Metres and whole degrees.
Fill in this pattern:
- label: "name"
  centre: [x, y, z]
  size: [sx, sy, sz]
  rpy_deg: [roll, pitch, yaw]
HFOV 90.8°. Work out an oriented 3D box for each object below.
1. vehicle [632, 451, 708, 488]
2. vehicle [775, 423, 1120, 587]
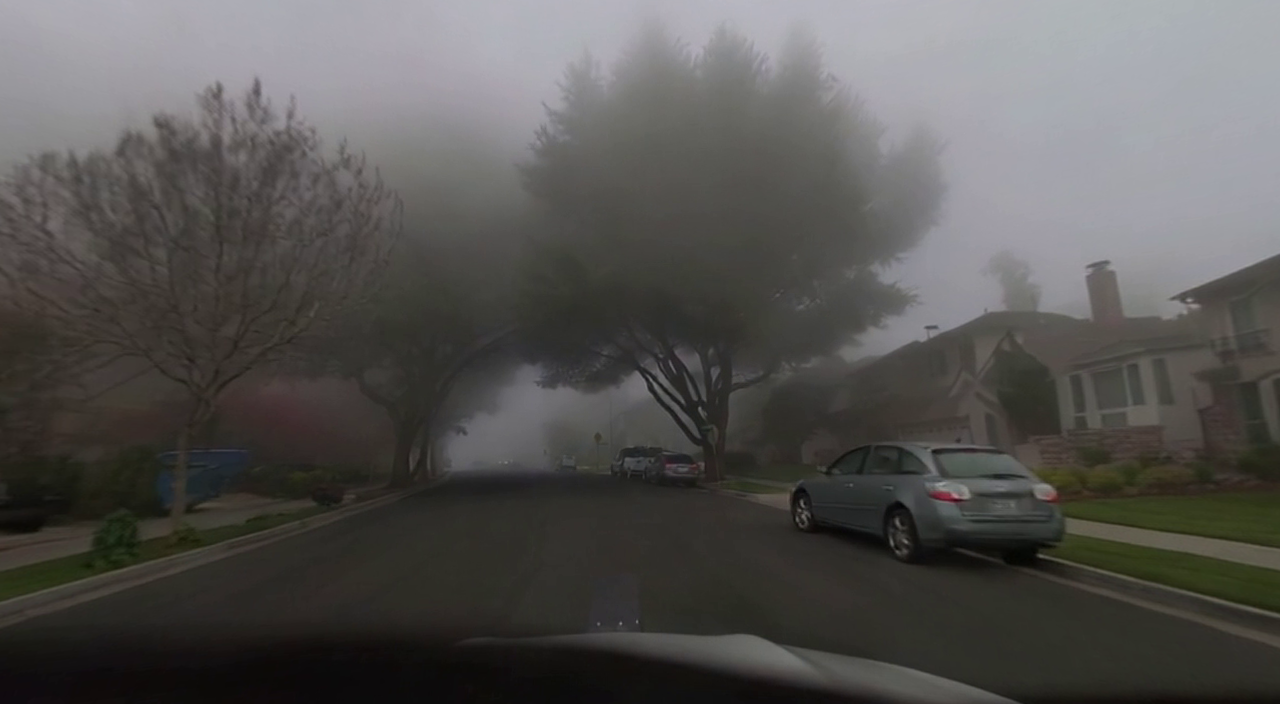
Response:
- label: "vehicle"
  centre: [1.275, 5.332, 29.085]
  size: [2.193, 1.504, 4.576]
  rpy_deg: [2, -9, -15]
- label: "vehicle"
  centre: [4.026, 2.066, 9.593]
  size: [2.111, 1.771, 4.942]
  rpy_deg: [1, -9, -10]
